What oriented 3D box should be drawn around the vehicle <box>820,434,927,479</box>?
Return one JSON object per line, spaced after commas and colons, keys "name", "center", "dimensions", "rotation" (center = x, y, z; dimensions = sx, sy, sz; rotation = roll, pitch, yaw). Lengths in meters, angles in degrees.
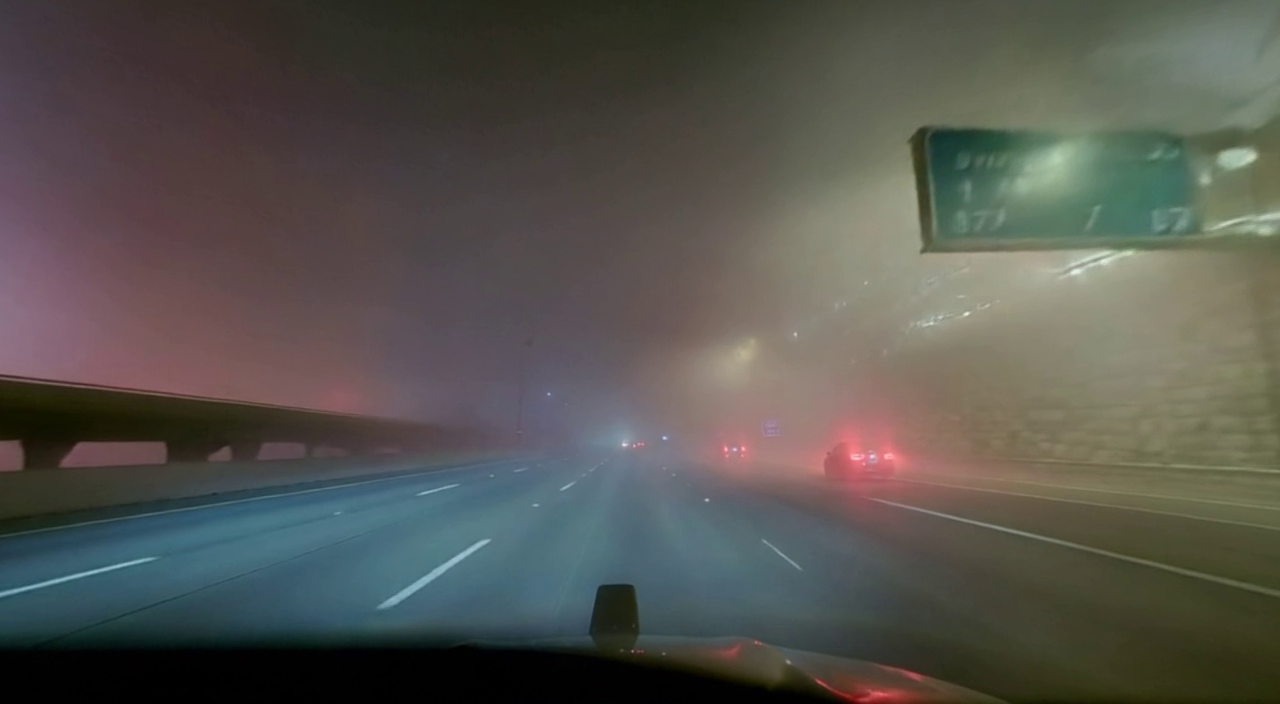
{"name": "vehicle", "center": [9.383, 4.235, 25.977], "dimensions": [2.165, 1.636, 5.175], "rotation": [0, -8, -3]}
